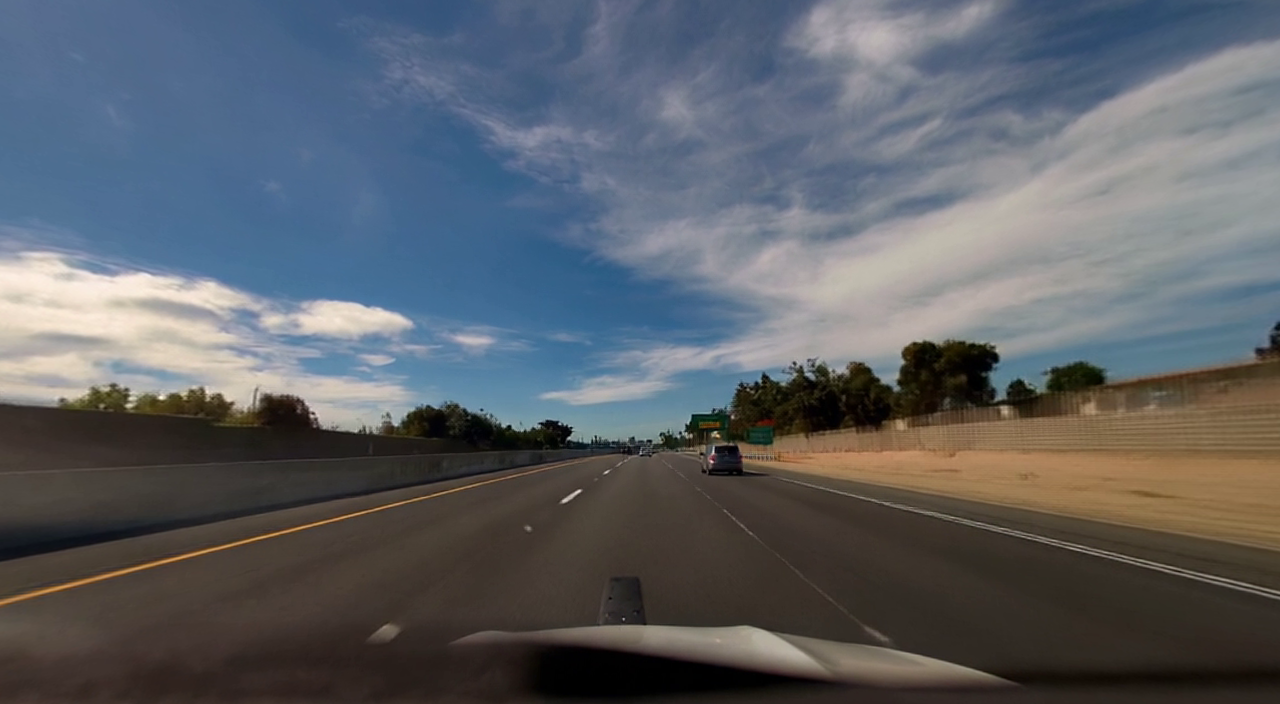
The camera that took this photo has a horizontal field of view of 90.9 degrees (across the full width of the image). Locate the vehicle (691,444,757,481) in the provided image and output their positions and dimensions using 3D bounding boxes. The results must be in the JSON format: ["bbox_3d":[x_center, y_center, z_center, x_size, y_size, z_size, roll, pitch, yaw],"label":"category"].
[{"bbox_3d":[3.511,4.726,27.375,2.193,1.462,4.533,0,-8,-1],"label":"vehicle"}]
